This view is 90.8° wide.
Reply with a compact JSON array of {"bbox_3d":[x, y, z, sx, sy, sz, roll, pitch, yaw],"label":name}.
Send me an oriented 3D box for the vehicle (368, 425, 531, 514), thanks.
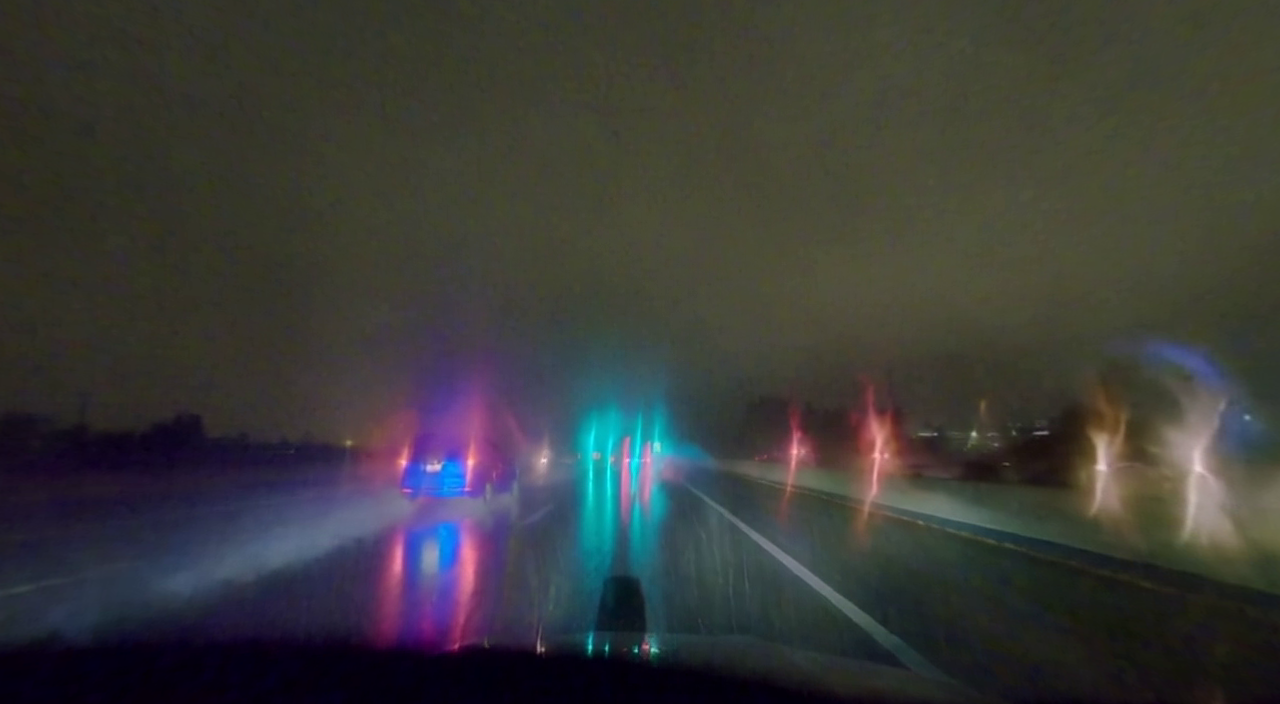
[{"bbox_3d":[-4.226,2.716,15.114,2.272,1.759,5.058,0,-9,1],"label":"vehicle"}]
